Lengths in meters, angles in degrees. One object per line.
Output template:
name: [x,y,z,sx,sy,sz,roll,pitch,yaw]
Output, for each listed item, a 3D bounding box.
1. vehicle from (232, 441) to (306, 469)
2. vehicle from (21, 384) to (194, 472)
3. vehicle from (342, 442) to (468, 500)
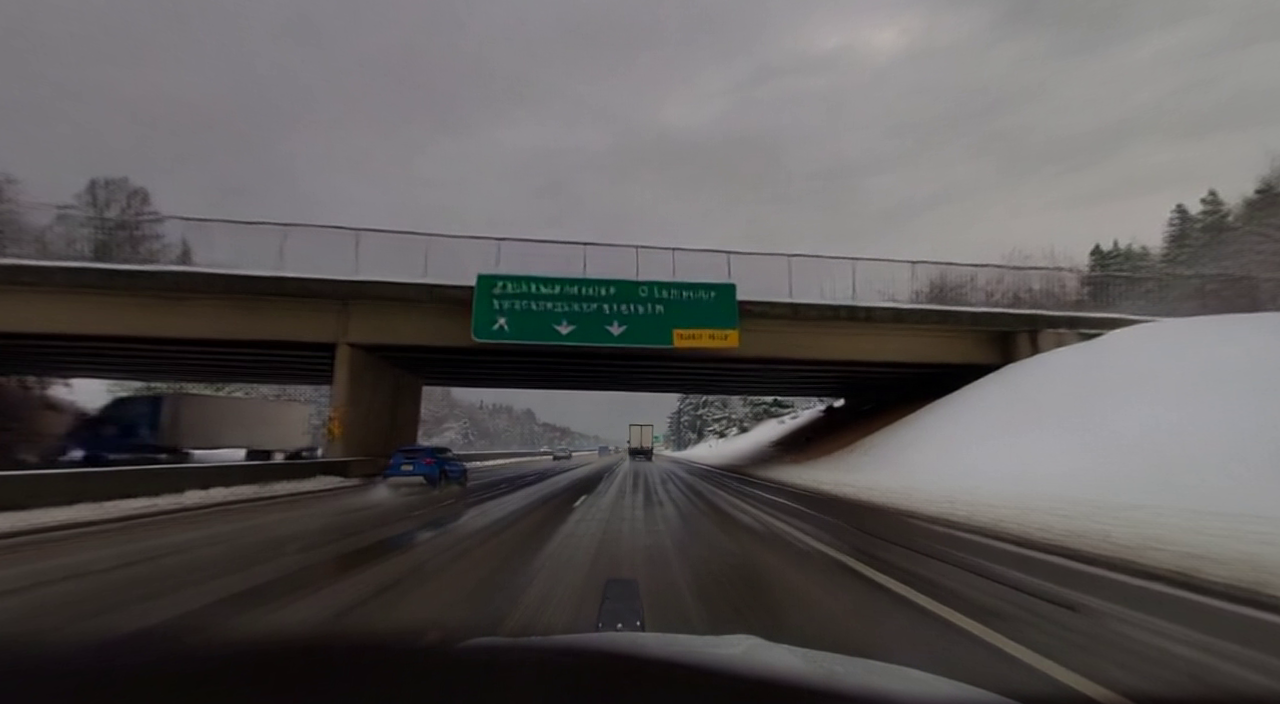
vehicle: [-20.878,5.790,35.688,1.765,1.465,4.084,0,-9,-2]
vehicle: [-25.428,3.753,30.649,3.010,3.830,5.933,0,-9,0]
vehicle: [-6.842,3.508,19.025,2.038,1.489,4.603,0,-9,0]
